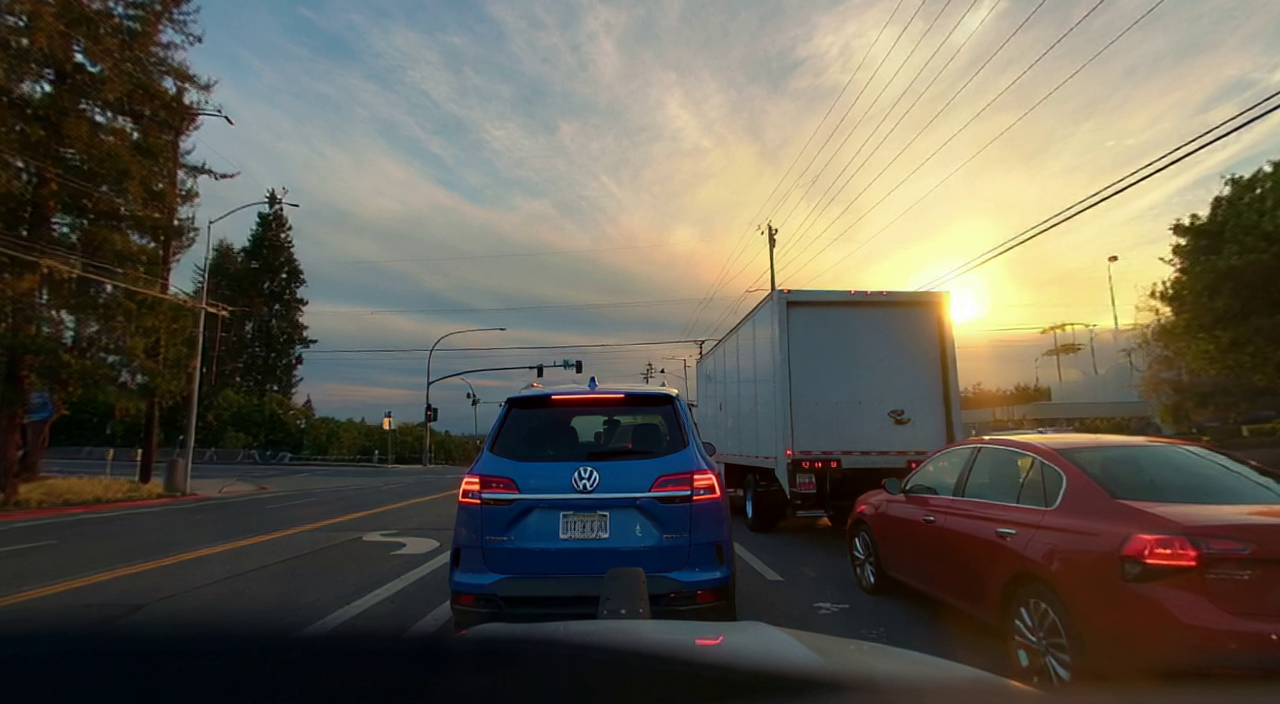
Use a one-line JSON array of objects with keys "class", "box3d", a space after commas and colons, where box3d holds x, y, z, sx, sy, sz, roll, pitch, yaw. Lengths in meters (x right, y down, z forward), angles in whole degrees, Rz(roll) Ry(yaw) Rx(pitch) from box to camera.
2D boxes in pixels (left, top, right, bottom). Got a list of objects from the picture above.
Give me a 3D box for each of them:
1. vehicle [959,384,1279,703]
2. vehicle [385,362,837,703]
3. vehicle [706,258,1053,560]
[{"class": "vehicle", "box3d": [2.829, 0.747, 1.196, 1.971, 1.484, 4.728, 0, -8, 0]}, {"class": "vehicle", "box3d": [-0.130, 1.223, 5.141, 2.114, 1.732, 4.230, 0, -8, 0]}, {"class": "vehicle", "box3d": [3.227, 1.251, 11.833, 2.915, 3.559, 8.848, 0, -8, -1]}]
